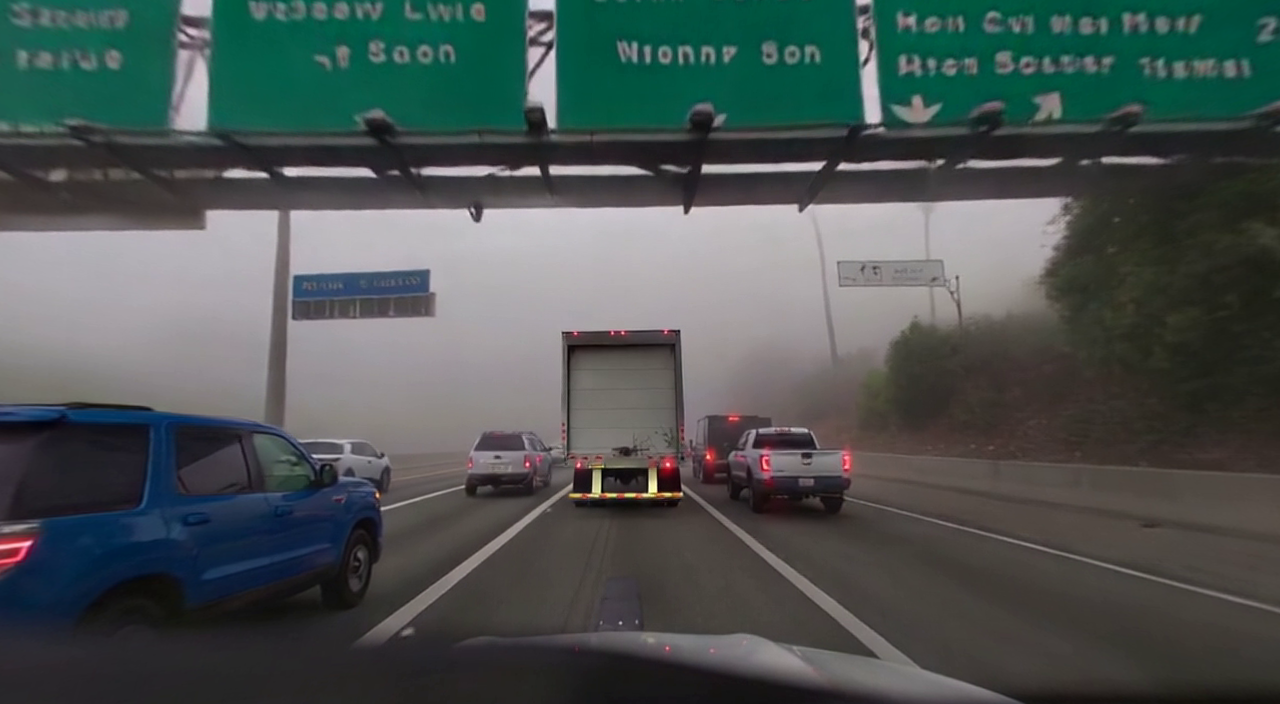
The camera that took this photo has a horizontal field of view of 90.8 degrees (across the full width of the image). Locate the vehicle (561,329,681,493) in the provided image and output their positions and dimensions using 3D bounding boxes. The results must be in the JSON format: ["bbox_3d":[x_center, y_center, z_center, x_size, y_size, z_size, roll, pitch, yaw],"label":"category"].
[{"bbox_3d":[-0.460,2.225,20.897,2.906,4.040,10.743,0,-9,0],"label":"vehicle"}]

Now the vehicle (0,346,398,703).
[{"bbox_3d":[-3.218,1.063,3.819,1.885,1.654,4.103,0,-9,0],"label":"vehicle"}]

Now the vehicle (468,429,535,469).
[{"bbox_3d":[-7.284,5.190,33.962,2.344,1.954,5.579,0,-9,0],"label":"vehicle"}]

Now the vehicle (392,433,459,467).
[{"bbox_3d":[-15.758,7.274,46.870,2.716,2.322,6.333,0,-9,0],"label":"vehicle"}]

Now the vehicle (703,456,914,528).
[{"bbox_3d":[2.949,2.678,12.832,2.635,1.036,5.568,0,-9,-2],"label":"vehicle"}]
